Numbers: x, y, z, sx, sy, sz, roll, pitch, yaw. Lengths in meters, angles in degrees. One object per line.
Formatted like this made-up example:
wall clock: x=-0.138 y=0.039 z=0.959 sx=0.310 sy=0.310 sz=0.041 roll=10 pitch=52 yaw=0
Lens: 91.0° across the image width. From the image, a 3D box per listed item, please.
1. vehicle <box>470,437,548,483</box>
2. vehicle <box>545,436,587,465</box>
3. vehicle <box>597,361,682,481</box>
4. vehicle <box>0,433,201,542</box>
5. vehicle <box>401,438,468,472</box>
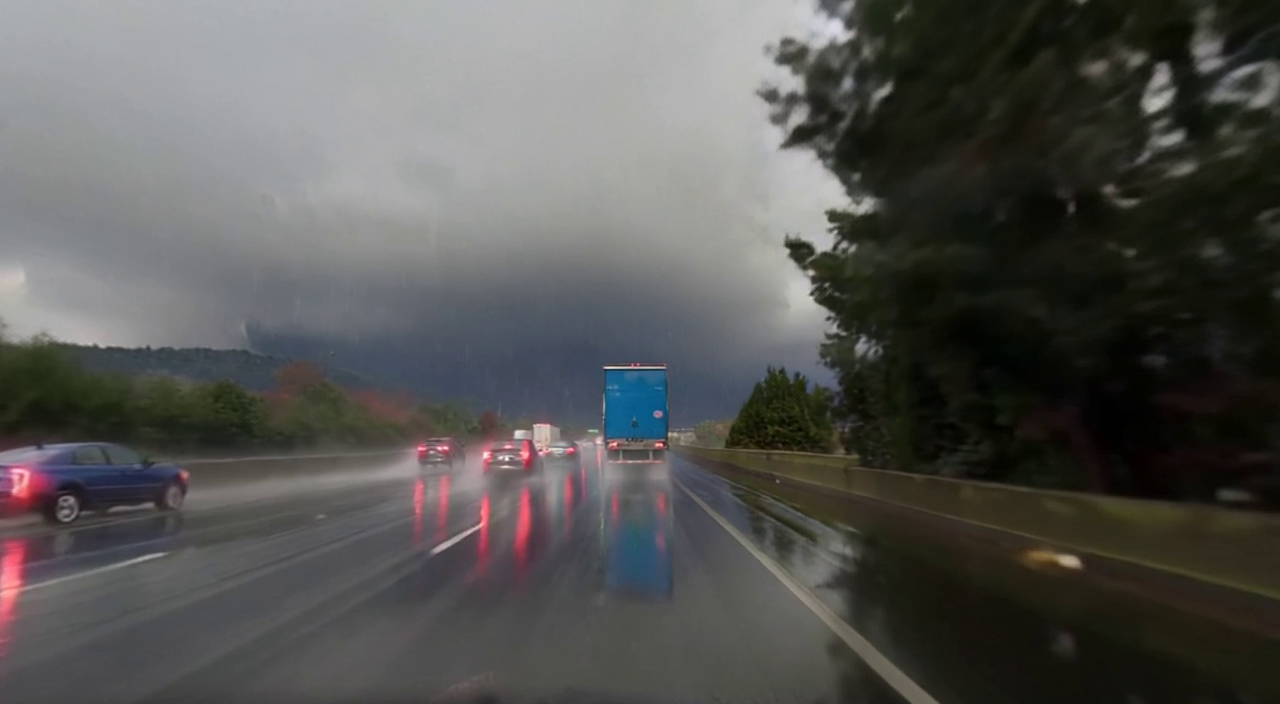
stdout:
vehicle: x=-4.870 y=4.068 z=24.014 sx=2.164 sy=1.582 sz=3.979 roll=0 pitch=-8 yaw=0
vehicle: x=-4.603 y=6.168 z=39.609 sx=2.158 sy=1.680 sz=4.087 roll=0 pitch=-8 yaw=0
vehicle: x=-0.205 y=3.106 z=27.002 sx=2.913 sy=4.113 sz=10.724 roll=0 pitch=-8 yaw=-2
vehicle: x=-10.042 y=2.183 z=10.712 sx=1.899 sy=1.517 sz=4.554 roll=0 pitch=-8 yaw=-1
vehicle: x=-10.283 y=5.168 z=31.756 sx=1.952 sy=1.590 sz=4.090 roll=0 pitch=-8 yaw=1
